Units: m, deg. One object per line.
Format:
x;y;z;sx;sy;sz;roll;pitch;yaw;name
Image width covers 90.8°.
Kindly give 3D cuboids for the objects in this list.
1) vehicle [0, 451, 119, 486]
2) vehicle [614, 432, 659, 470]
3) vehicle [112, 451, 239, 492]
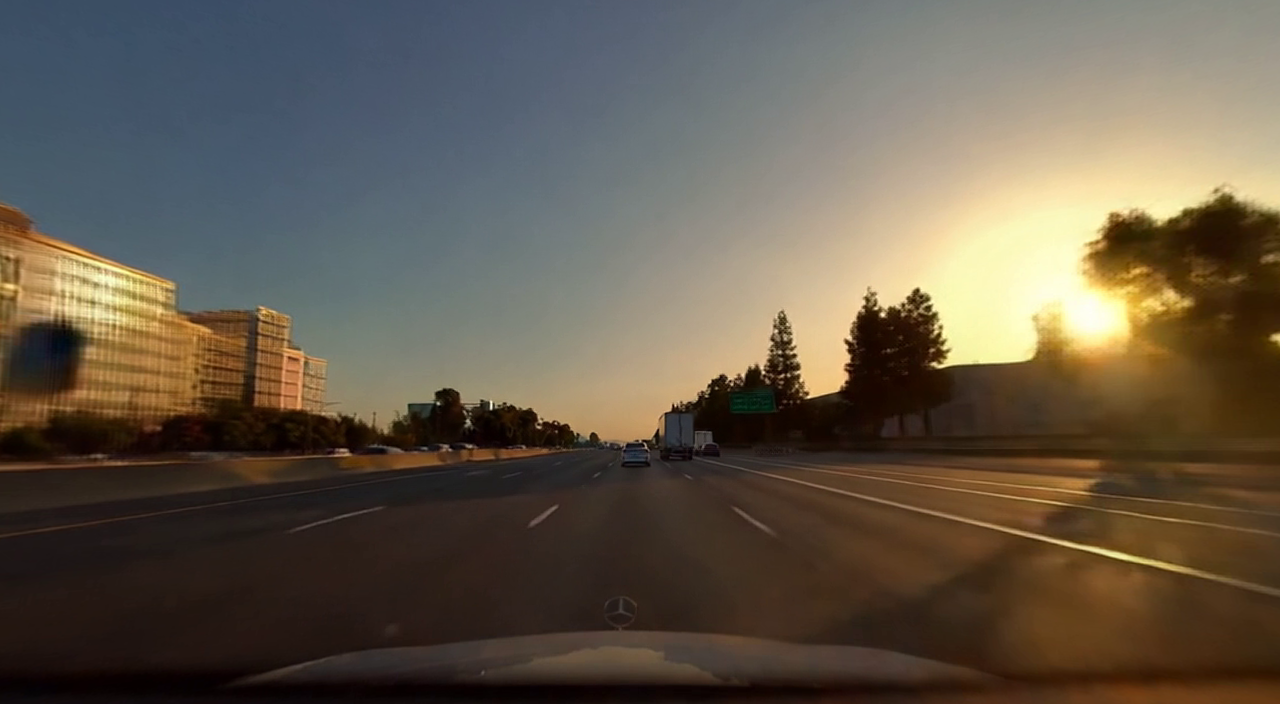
-29.742;5.958;32.606;1.904;1.592;4.520;0;-8;-1;vehicle
-0.230;5.414;34.639;2.297;1.912;4.355;0;-8;-1;vehicle
-18.400;4.717;25.309;1.898;1.438;4.179;0;-8;1;vehicle
